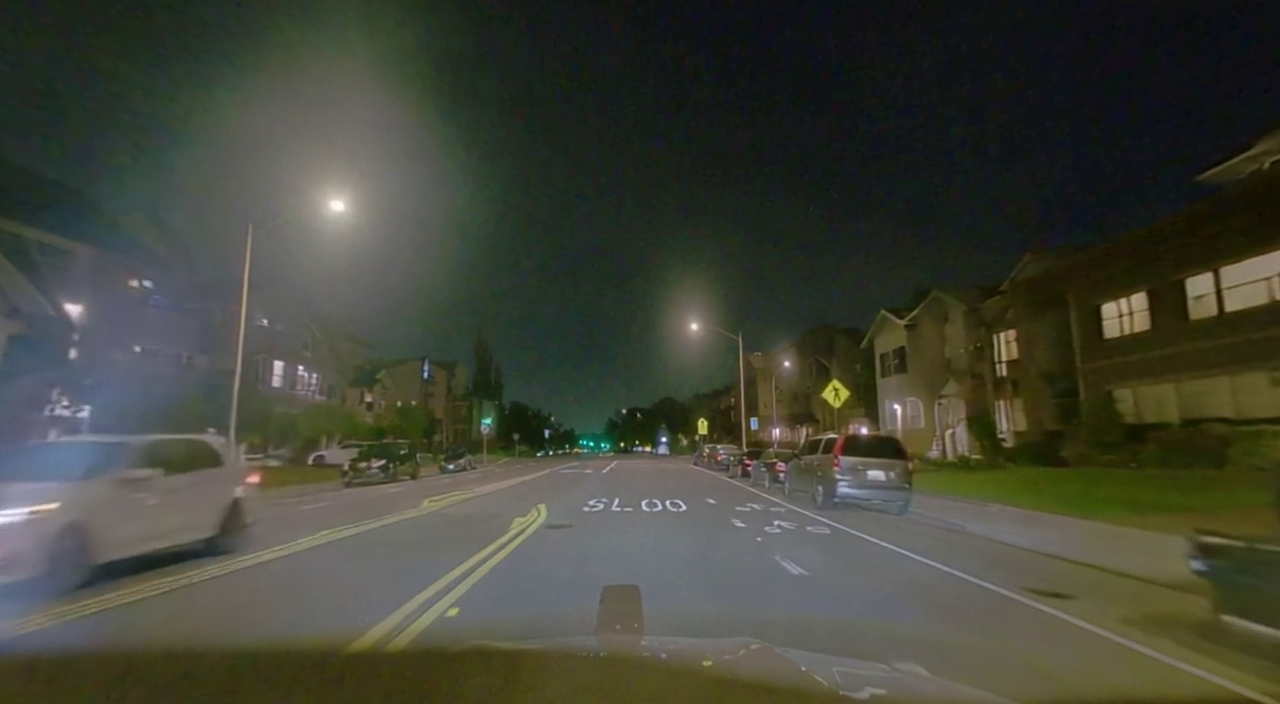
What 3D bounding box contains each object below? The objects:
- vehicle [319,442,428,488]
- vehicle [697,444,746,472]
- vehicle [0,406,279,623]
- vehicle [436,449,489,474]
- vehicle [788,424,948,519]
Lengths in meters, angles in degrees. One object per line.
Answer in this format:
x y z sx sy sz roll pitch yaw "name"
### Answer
-11.331 4.829 27.385 2.459 1.804 4.877 0 -9 2 "vehicle"
4.487 5.925 35.591 2.196 1.472 4.426 0 -9 0 "vehicle"
-6.265 1.550 6.693 2.166 1.734 4.551 0 -9 0 "vehicle"
-11.078 6.846 39.793 1.949 1.457 4.581 0 -9 0 "vehicle"
5.057 2.714 14.762 2.087 1.869 4.159 0 -9 -1 "vehicle"
